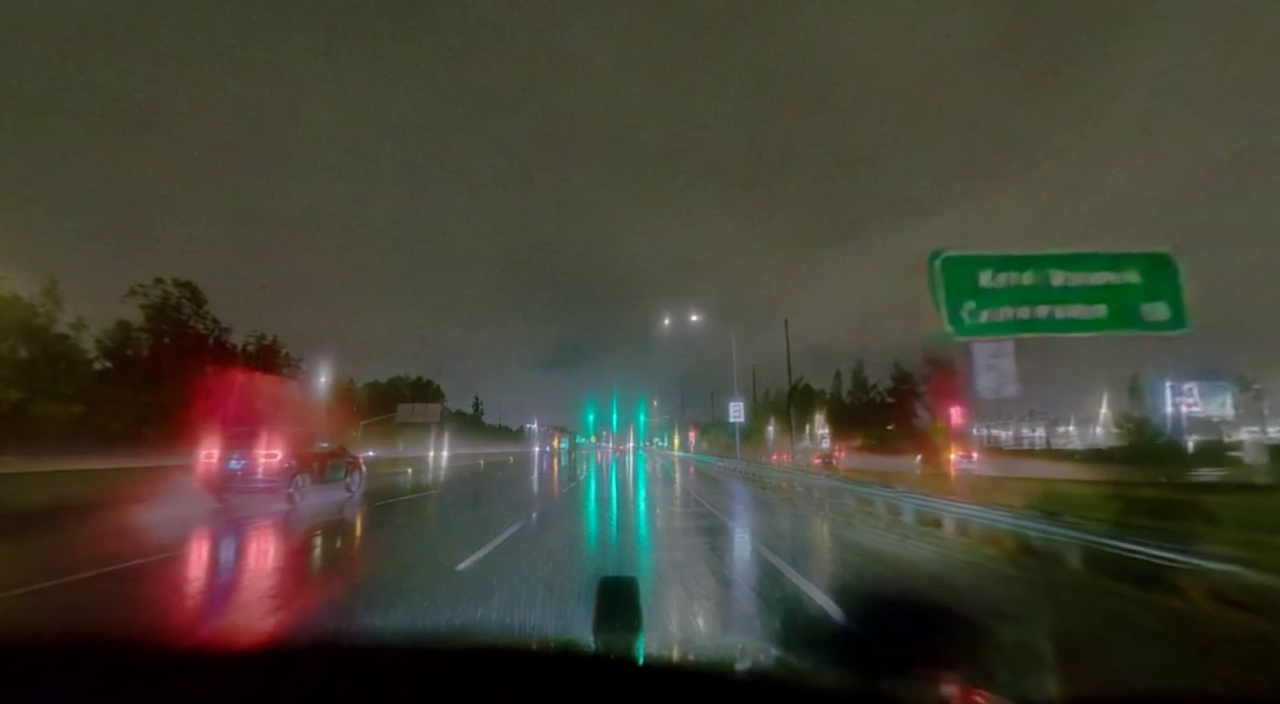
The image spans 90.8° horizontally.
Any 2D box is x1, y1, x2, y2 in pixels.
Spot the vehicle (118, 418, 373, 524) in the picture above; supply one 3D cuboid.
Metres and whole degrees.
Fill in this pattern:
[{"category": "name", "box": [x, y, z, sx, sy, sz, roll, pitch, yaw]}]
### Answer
[{"category": "vehicle", "box": [-7.815, 2.405, 13.307, 2.231, 1.807, 4.758, 0, -8, 0]}]
